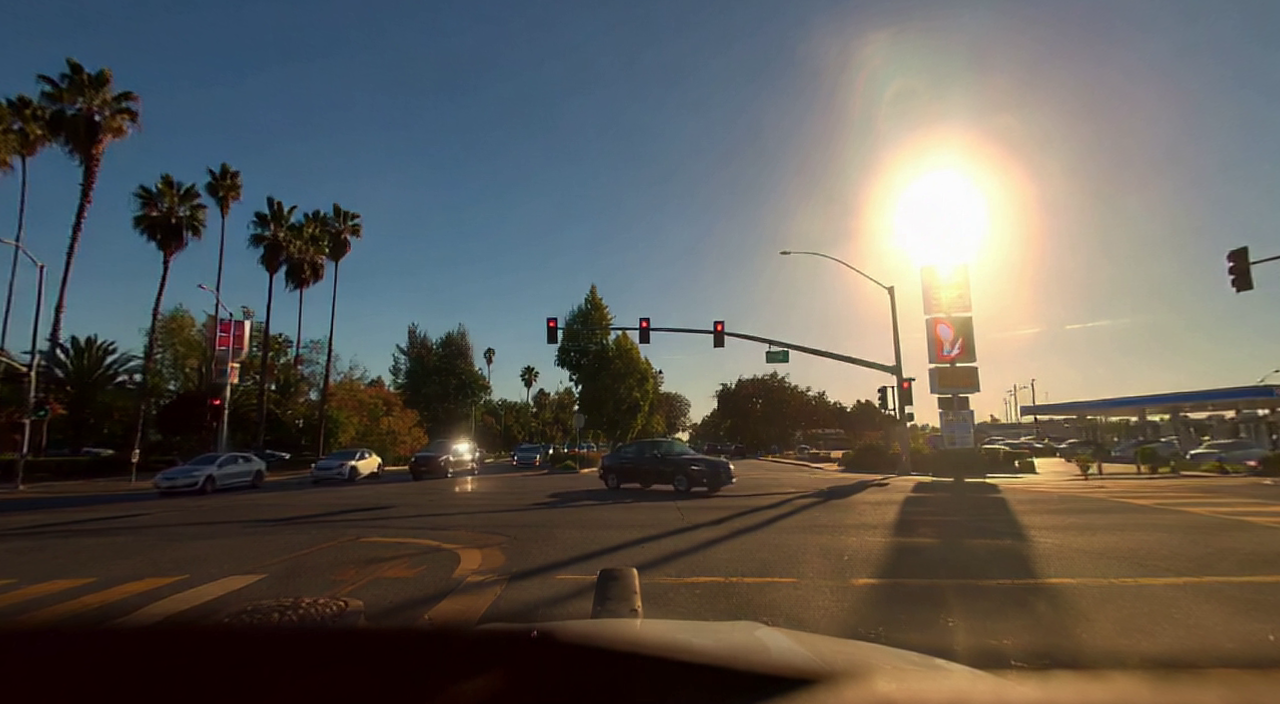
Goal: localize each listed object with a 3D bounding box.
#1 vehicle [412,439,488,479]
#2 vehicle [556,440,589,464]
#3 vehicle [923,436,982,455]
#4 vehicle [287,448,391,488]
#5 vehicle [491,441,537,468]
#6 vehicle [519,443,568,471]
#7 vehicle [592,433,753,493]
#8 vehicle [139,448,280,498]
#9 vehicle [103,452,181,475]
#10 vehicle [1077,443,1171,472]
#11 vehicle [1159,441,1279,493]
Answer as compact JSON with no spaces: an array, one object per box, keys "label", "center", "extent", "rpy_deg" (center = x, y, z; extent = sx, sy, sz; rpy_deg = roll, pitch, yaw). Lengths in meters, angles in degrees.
[{"label":"vehicle","center":[-8.618,4.889,29.056],"extent":[2.156,1.662,4.186],"rpy_deg":[0,-9,0]},{"label":"vehicle","center":[-5.134,7.657,48.531],"extent":[1.929,1.719,4.892],"rpy_deg":[0,-9,0]},{"label":"vehicle","center":[22.542,6.760,45.652],"extent":[3.356,1.395,1.559],"rpy_deg":[0,-9,-1]},{"label":"vehicle","center":[-11.893,4.578,25.341],"extent":[1.966,1.455,4.493],"rpy_deg":[0,-9,0]},{"label":"vehicle","center":[-8.511,6.953,43.067],"extent":[2.124,1.701,4.551],"rpy_deg":[0,-9,1]},{"label":"vehicle","center":[-5.306,5.827,35.315],"extent":[1.983,1.464,4.579],"rpy_deg":[0,-9,0]},{"label":"vehicle","center":[0.917,3.474,20.170],"extent":[2.138,1.651,4.938],"rpy_deg":[9,-12,-44]},{"label":"vehicle","center":[-15.282,4.273,22.779],"extent":[1.956,1.611,4.359],"rpy_deg":[0,-9,0]},{"label":"vehicle","center":[-35.235,7.875,44.847],"extent":[1.886,1.523,4.581],"rpy_deg":[0,-9,-1]},{"label":"vehicle","center":[24.262,5.294,31.730],"extent":[3.474,1.376,1.538],"rpy_deg":[0,-9,-2]},{"label":"vehicle","center":[18.778,3.404,18.817],"extent":[5.015,1.446,1.862],"rpy_deg":[0,-9,-3]}]
